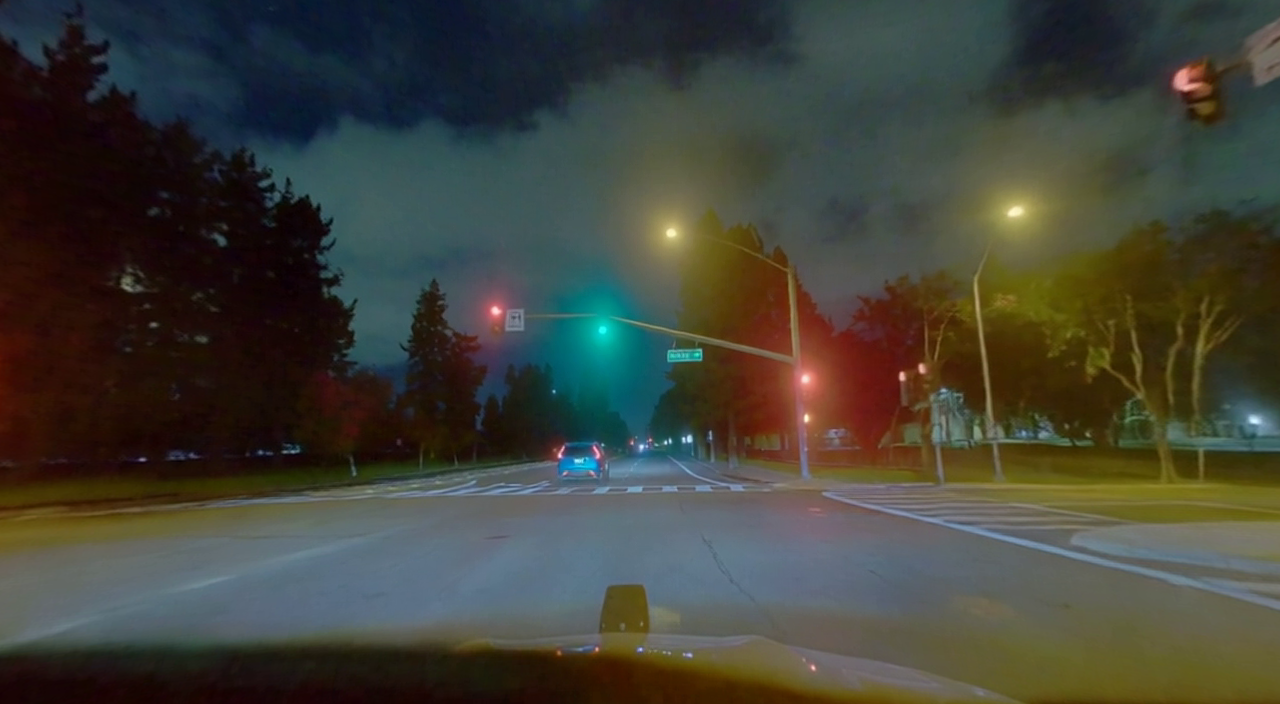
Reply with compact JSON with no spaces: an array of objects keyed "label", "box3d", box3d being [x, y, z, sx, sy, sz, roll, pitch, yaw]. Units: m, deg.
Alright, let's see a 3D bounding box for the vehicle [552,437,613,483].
[{"label":"vehicle","box3d":[-2.371,4.588,27.184,2.123,1.799,4.425,0,-8,1]}]
